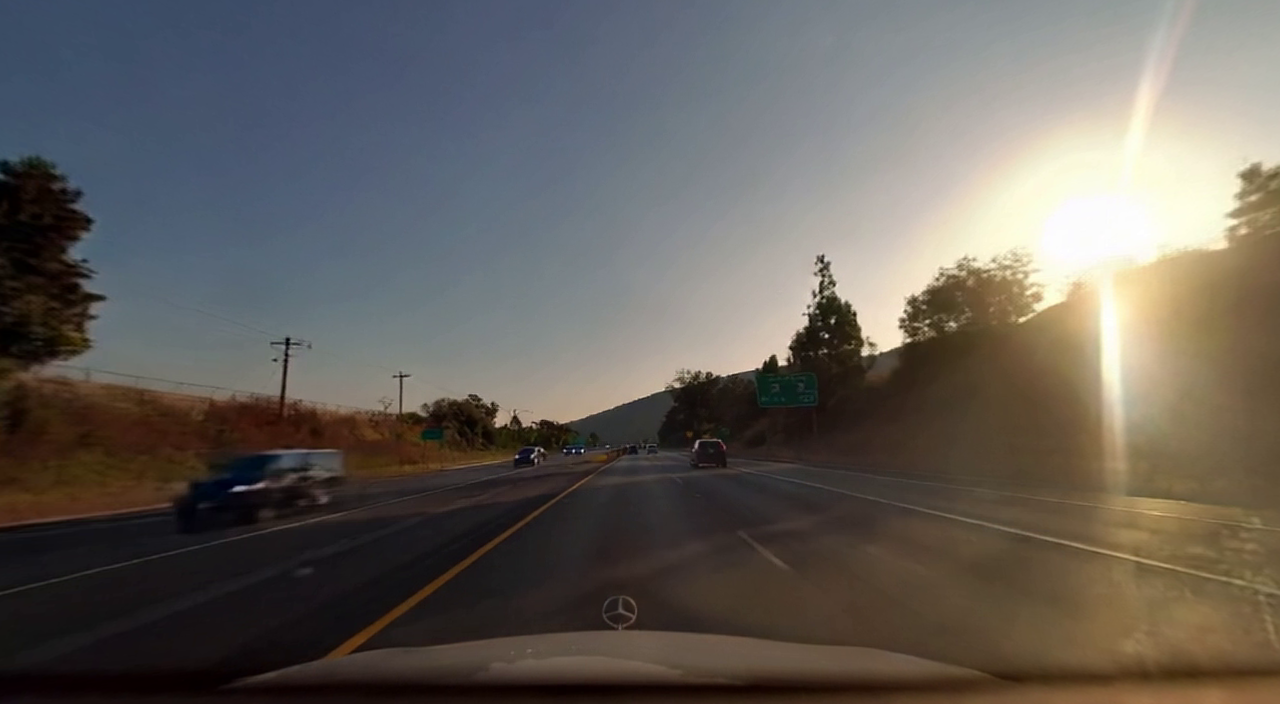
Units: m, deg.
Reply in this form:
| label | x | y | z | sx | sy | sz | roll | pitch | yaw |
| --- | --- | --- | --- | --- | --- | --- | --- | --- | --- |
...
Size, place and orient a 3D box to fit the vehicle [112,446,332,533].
| label | x | y | z | sx | sy | sz | roll | pitch | yaw |
| --- | --- | --- | --- | --- | --- | --- | --- | --- | --- |
| vehicle | -8.941 | 2.917 | 13.978 | 1.950 | 1.587 | 4.308 | 0 | -9 | -1 |

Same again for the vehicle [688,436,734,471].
| label | x | y | z | sx | sy | sz | roll | pitch | yaw |
| --- | --- | --- | --- | --- | --- | --- | --- | --- | --- |
| vehicle | 3.488 | 5.087 | 31.550 | 1.972 | 1.614 | 4.025 | -1 | -9 | 2 |
